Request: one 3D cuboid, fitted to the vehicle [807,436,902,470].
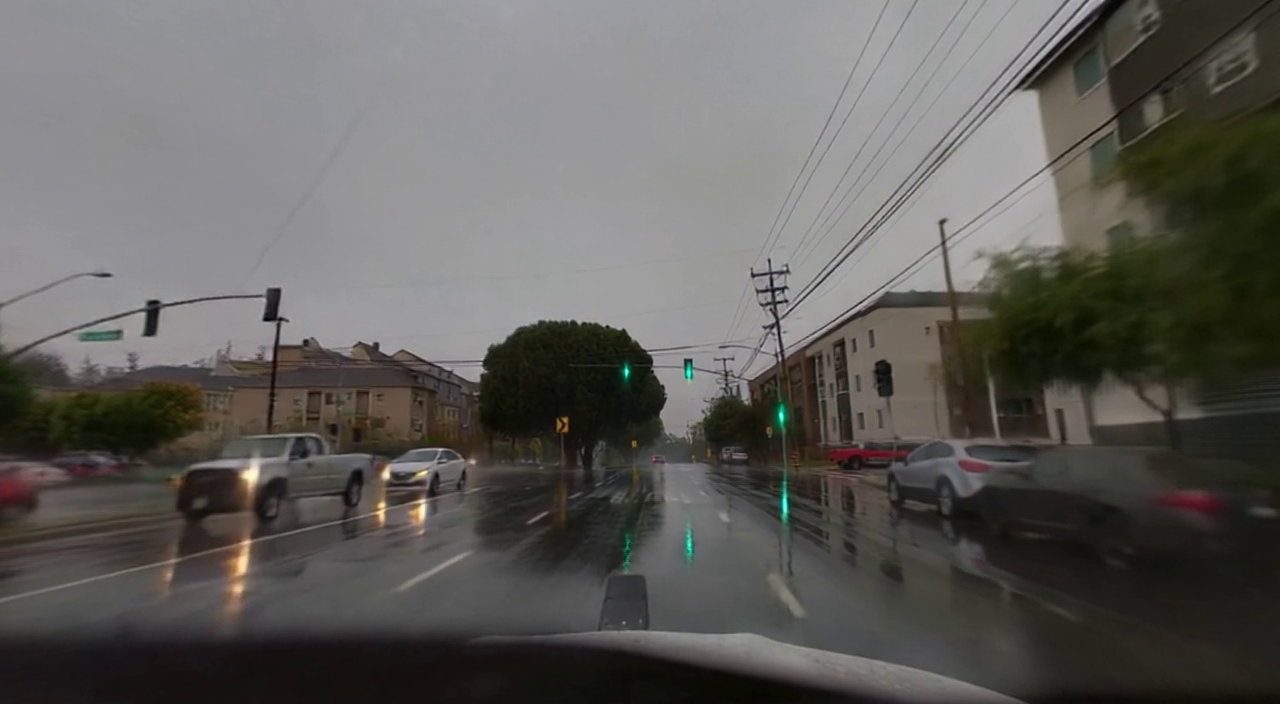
[{"bbox_3d":[10.772,5.102,31.964,4.171,1.654,1.919,-1,-8,5],"label":"vehicle"}]

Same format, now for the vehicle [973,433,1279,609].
[{"bbox_3d":[6.159,1.748,7.656,1.839,1.461,4.645,-1,-8,2],"label":"vehicle"}]

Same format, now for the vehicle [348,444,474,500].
[{"bbox_3d":[-6.863,3.618,19.534,1.953,1.471,4.744,-1,-8,2],"label":"vehicle"}]

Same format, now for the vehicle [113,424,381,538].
[{"bbox_3d":[-7.347,2.429,12.633,2.074,1.794,4.832,-1,-8,3],"label":"vehicle"}]

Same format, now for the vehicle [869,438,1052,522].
[{"bbox_3d":[6.606,2.632,13.591,1.838,1.496,4.064,-1,-8,1],"label":"vehicle"}]
